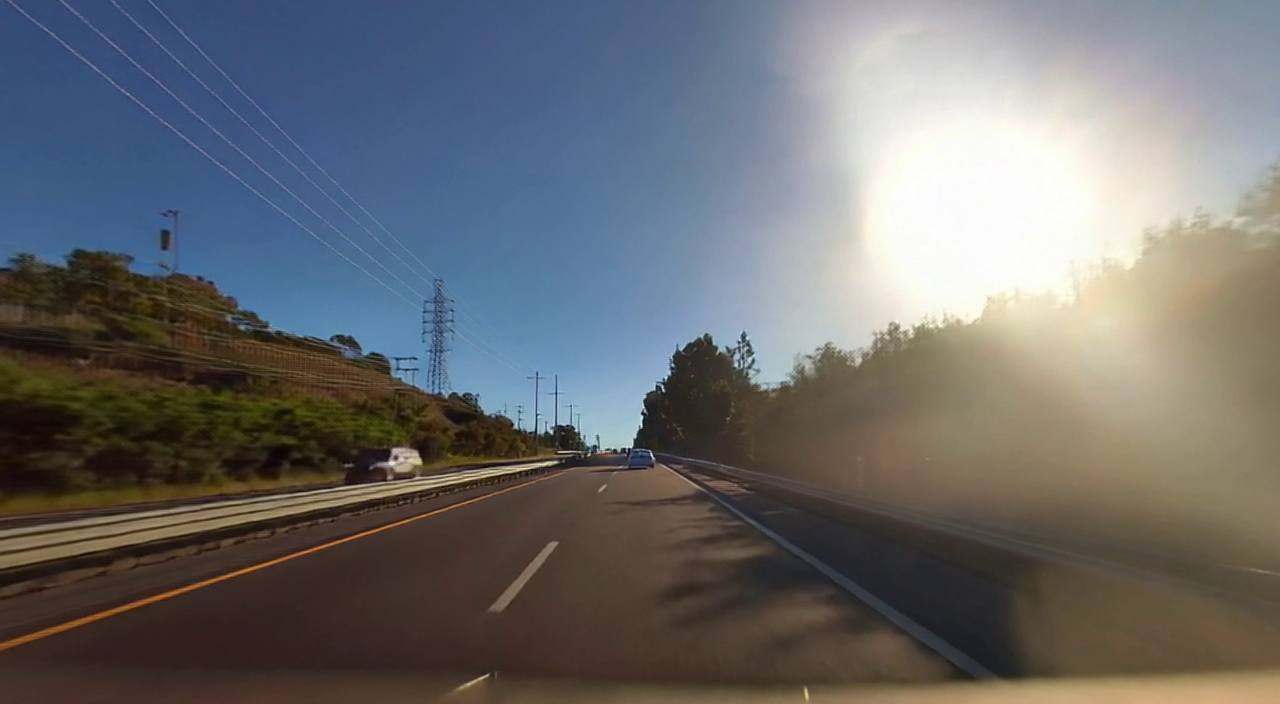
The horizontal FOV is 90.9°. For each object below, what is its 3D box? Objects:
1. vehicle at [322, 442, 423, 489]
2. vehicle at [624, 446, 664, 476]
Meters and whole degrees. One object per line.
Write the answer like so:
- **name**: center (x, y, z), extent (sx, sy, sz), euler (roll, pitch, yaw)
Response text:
- **vehicle**: center (-9.170, 3.914, 21.935), extent (1.838, 1.480, 3.699), euler (0, -9, 0)
- **vehicle**: center (0.150, 5.920, 34.444), extent (2.080, 1.486, 3.813), euler (0, -9, -1)
